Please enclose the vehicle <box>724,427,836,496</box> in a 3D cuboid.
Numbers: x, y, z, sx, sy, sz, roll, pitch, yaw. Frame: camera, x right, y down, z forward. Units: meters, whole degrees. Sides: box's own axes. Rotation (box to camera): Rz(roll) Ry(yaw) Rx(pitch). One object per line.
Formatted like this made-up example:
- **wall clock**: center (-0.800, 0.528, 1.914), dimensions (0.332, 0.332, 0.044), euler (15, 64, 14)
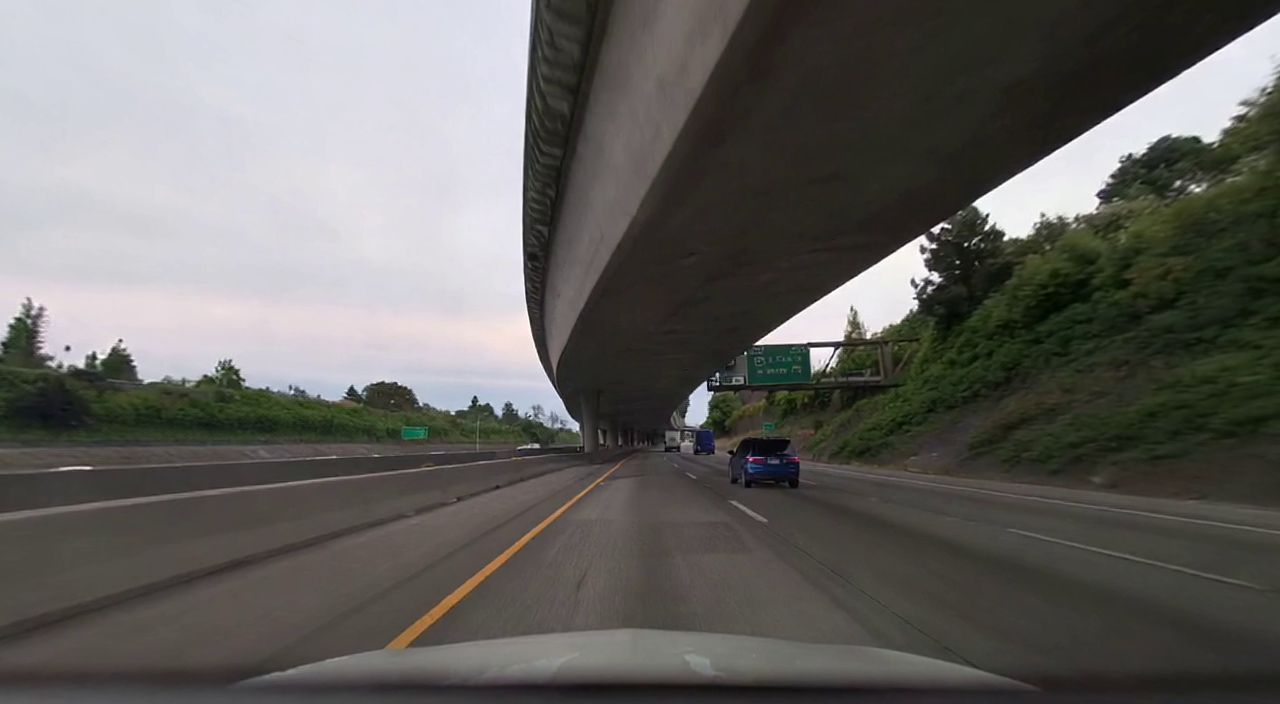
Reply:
- **vehicle**: center (3.809, 3.079, 18.042), dimensions (2.148, 1.691, 4.443), euler (0, -8, -1)
